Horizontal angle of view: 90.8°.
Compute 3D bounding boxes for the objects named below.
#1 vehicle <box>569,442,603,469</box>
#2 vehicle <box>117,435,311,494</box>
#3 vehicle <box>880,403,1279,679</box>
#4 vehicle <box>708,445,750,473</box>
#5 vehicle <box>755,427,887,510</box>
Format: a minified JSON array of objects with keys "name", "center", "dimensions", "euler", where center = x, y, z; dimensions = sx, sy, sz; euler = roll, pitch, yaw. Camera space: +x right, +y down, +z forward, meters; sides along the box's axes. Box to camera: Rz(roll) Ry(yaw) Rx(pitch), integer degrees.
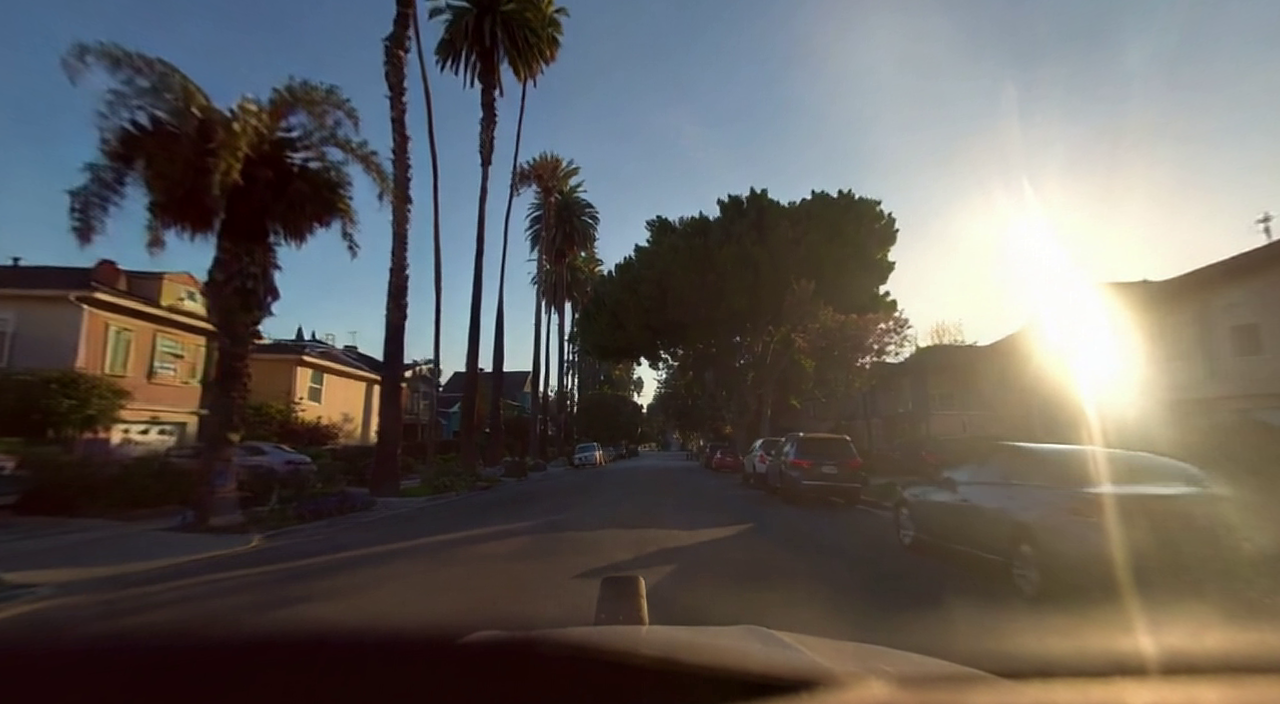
[{"name":"vehicle","center":[-3.973,7.719,47.316],"dimensions":[2.149,1.877,5.082],"euler":[-2,-9,-1]},{"name":"vehicle","center":[-12.837,3.386,19.257],"dimensions":[4.448,1.679,1.972],"euler":[0,-9,2]},{"name":"vehicle","center":[4.373,1.588,6.507],"dimensions":[1.971,1.663,5.076],"euler":[3,-9,2]},{"name":"vehicle","center":[5.344,6.490,38.500],"dimensions":[2.056,1.464,4.493],"euler":[3,-9,2]},{"name":"vehicle","center":[4.525,3.002,16.770],"dimensions":[2.166,1.766,5.186],"euler":[1,-9,2]}]
